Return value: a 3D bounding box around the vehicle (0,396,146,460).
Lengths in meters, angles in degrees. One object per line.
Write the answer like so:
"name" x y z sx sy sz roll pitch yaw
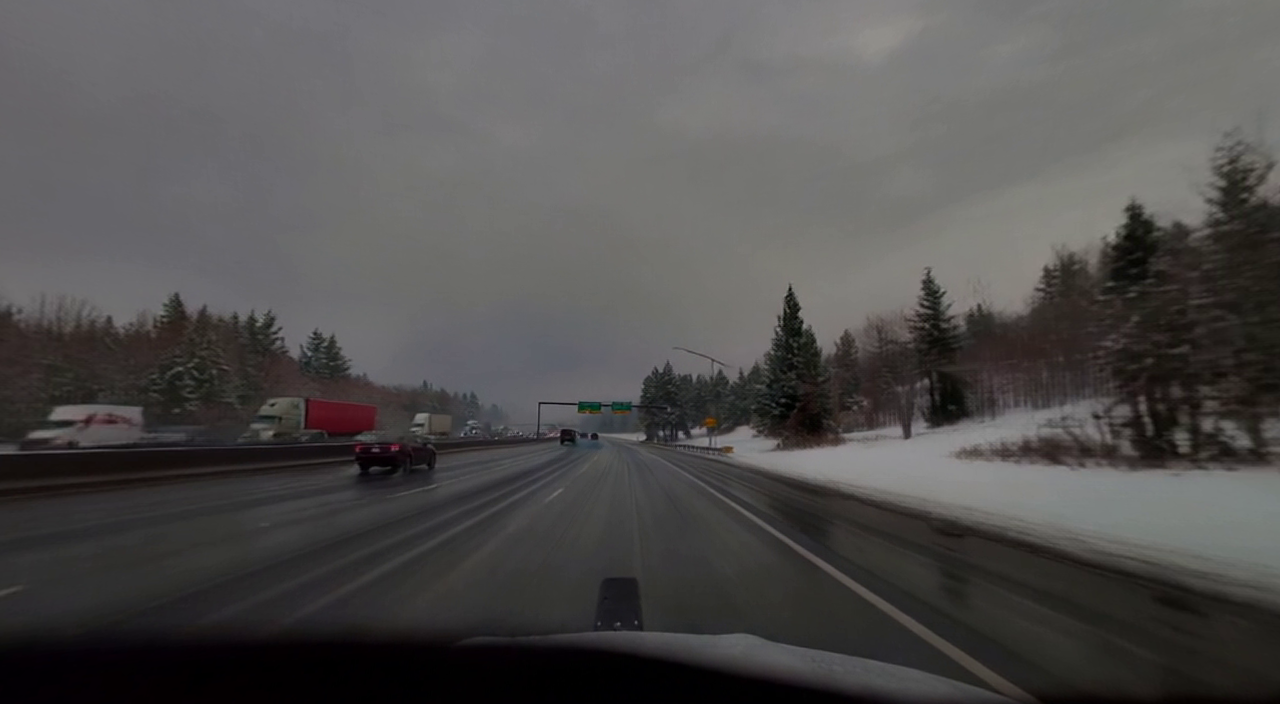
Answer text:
"vehicle" -30.372 4.065 33.123 2.661 2.953 7.724 0 -8 -1

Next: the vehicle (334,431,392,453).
"vehicle" -18.771 6.127 42.938 1.982 1.414 4.336 0 -8 -1

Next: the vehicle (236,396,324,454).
"vehicle" -26.168 5.397 46.207 2.991 3.997 5.882 0 -8 -2

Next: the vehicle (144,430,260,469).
"vehicle" -18.164 4.047 26.429 1.851 1.449 4.293 0 -8 -1
